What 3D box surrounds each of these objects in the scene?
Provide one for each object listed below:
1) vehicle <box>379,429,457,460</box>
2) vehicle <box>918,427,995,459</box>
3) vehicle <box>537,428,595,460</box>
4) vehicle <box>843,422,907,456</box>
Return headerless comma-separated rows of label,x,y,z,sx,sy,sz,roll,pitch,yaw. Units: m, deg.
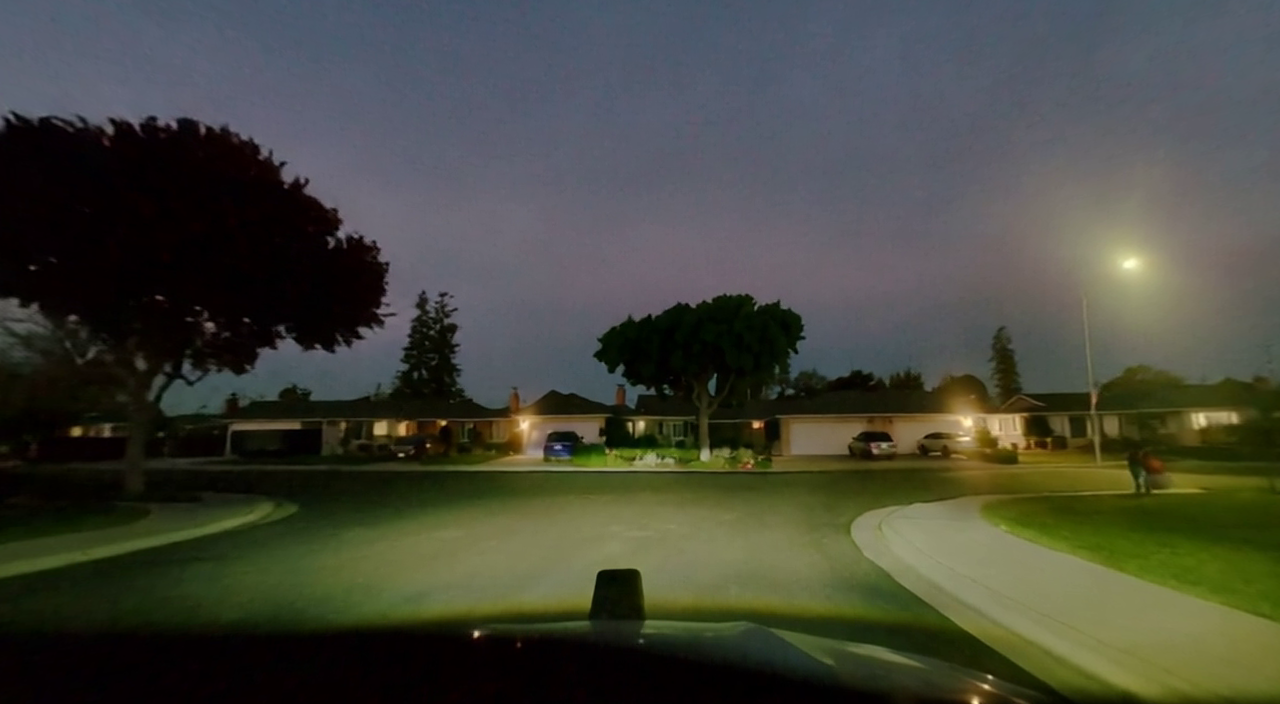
vehicle,-13.198,5.539,37.892,1.942,1.700,4.478,-3,-9,20
vehicle,16.661,4.826,33.523,1.873,1.556,4.216,0,-9,-1
vehicle,-4.010,5.117,34.982,1.942,1.651,4.655,-2,-9,10
vehicle,12.784,4.814,34.665,1.937,1.731,4.179,0,-8,1
